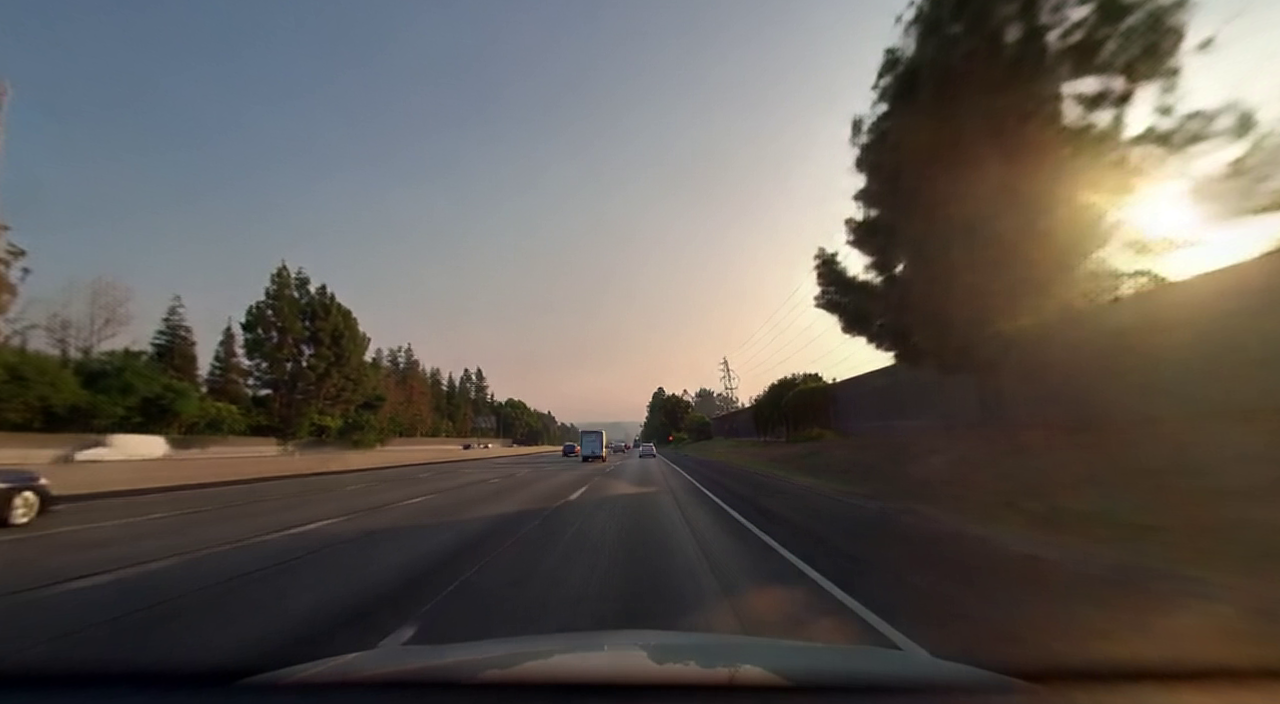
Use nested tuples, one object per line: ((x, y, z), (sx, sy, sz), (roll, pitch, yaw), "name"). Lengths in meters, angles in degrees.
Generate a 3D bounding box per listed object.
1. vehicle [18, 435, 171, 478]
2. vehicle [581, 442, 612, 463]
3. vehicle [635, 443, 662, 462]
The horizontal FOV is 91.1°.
((-29.266, 5.619, 34.127), (2.366, 2.109, 6.534), (0, -8, 1), "vehicle")
((-3.288, 7.715, 48.299), (2.046, 1.478, 4.111), (0, -8, 0), "vehicle")
((0.637, 7.855, 49.309), (2.057, 1.453, 3.926), (0, -8, 0), "vehicle")
